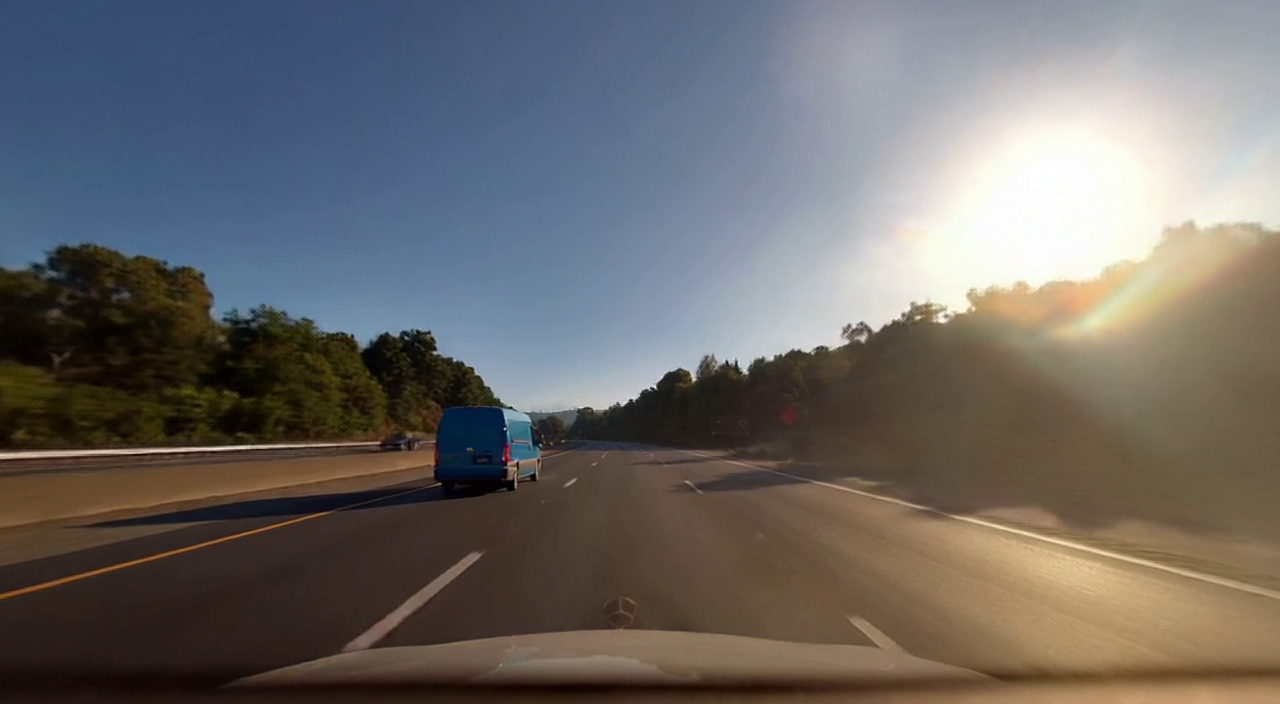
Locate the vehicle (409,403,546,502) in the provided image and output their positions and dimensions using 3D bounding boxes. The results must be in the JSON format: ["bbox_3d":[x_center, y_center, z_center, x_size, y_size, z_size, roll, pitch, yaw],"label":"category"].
[{"bbox_3d":[-3.681,2.381,15.341,2.297,2.011,4.736,0,-8,-3],"label":"vehicle"}]

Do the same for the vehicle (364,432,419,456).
[{"bbox_3d":[-16.353,6.066,41.673,1.795,1.476,4.616,1,-8,-1],"label":"vehicle"}]
